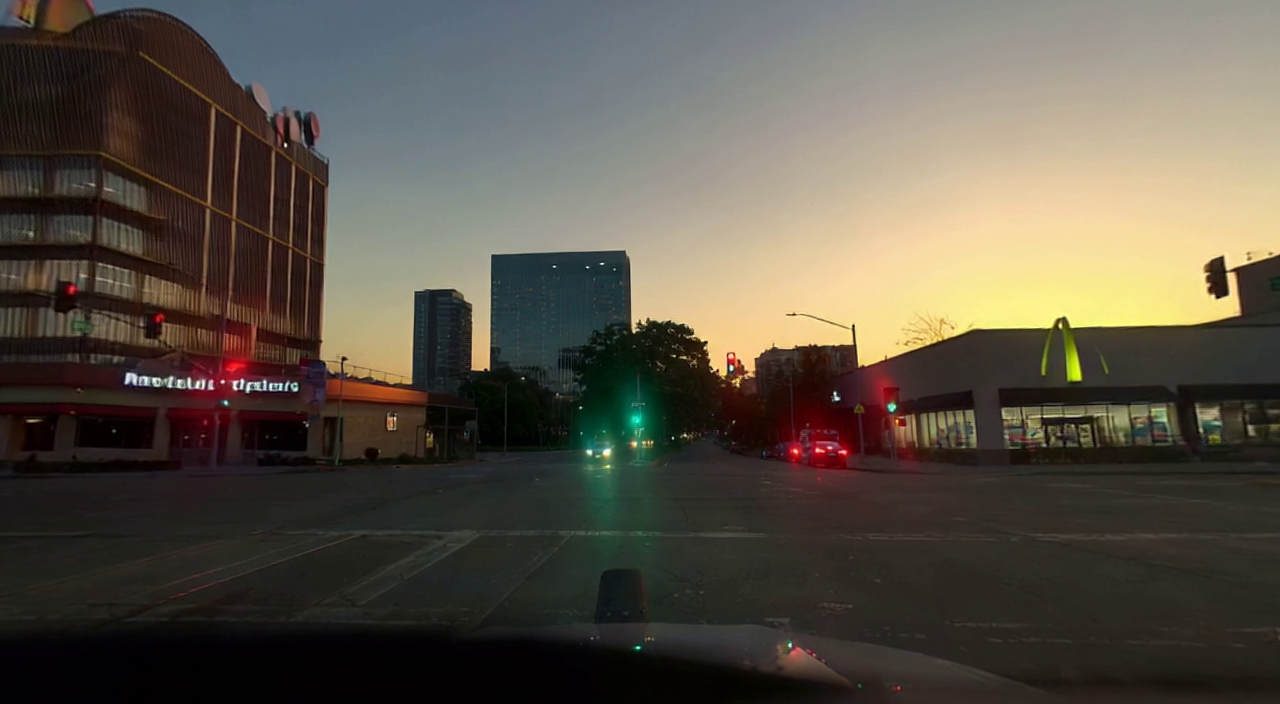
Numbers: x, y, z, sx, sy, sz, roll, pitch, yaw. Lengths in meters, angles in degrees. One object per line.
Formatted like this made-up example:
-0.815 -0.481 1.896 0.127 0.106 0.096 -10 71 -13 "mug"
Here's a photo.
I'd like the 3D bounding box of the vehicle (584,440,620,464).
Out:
-2.507 6.676 42.273 2.104 1.468 4.195 0 -8 1 "vehicle"
